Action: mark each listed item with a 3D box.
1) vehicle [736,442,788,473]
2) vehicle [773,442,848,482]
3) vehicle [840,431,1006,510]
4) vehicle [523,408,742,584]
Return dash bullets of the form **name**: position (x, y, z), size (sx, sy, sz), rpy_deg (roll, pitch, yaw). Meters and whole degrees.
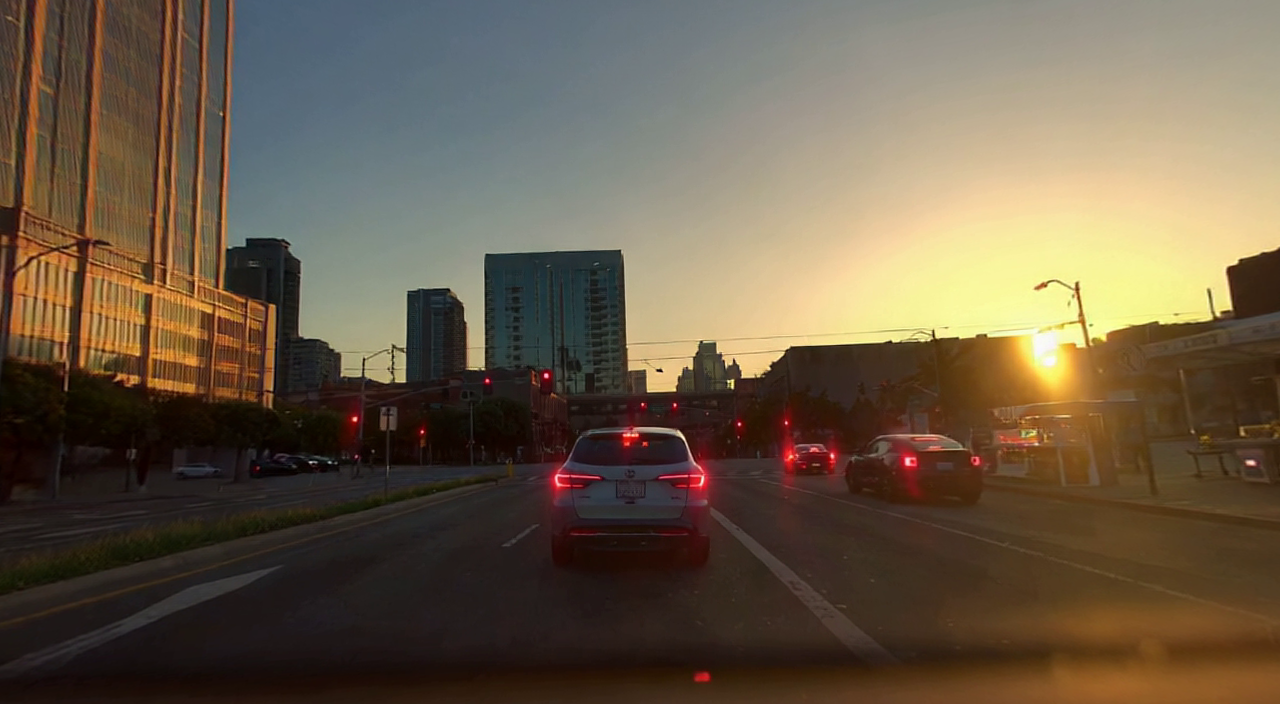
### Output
- **vehicle**: position (6.289, 5.480, 32.823), size (1.961, 1.477, 4.454), rpy_deg (0, -8, 2)
- **vehicle**: position (6.842, 4.440, 25.673), size (1.833, 1.452, 4.237), rpy_deg (0, -9, 0)
- **vehicle**: position (6.776, 2.875, 15.753), size (2.072, 1.652, 4.611), rpy_deg (0, -8, 1)
- **vehicle**: position (-0.057, 1.691, 8.130), size (2.115, 1.700, 3.901), rpy_deg (0, -8, 0)
